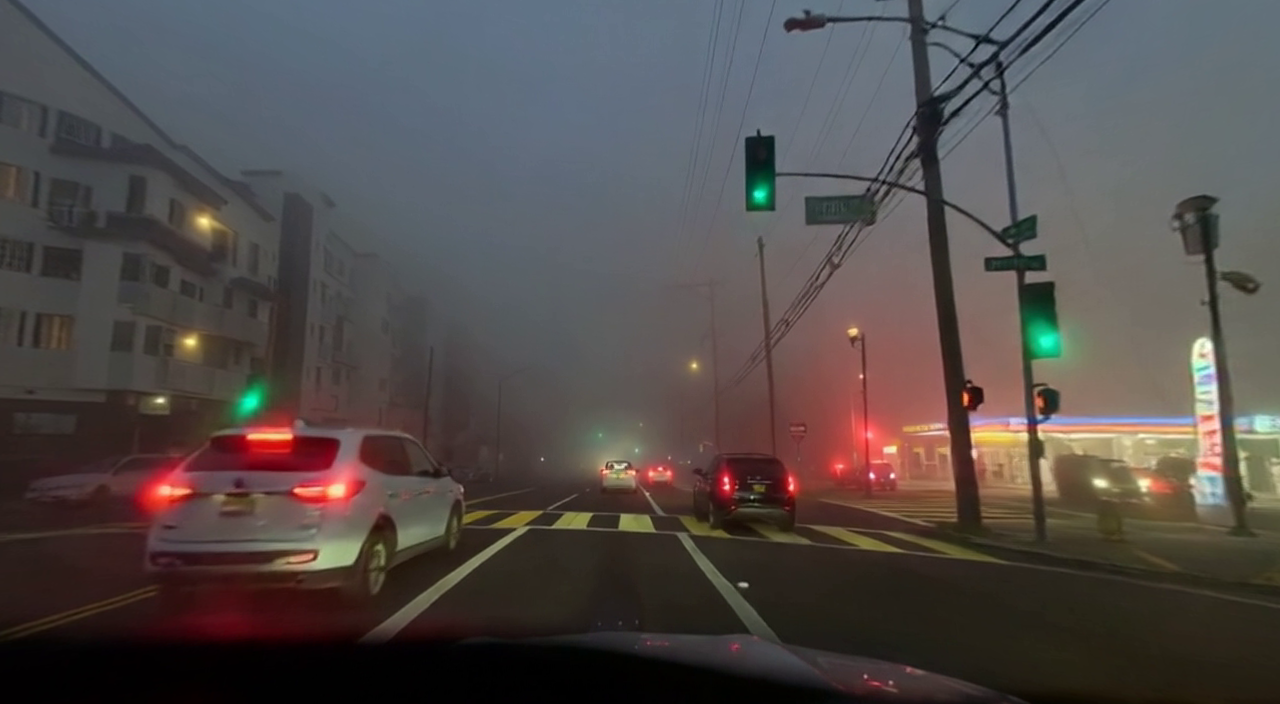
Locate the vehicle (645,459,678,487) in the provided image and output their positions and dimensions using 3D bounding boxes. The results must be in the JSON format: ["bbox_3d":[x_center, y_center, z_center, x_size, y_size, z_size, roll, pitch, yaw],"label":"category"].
[{"bbox_3d":[1.451,8.380,44.028,1.953,1.687,4.094,0,-8,-2],"label":"vehicle"}]

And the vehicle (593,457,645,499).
[{"bbox_3d":[-0.830,5.177,26.338,1.999,1.487,3.939,0,-8,-1],"label":"vehicle"}]

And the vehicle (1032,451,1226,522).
[{"bbox_3d":[12.257,3.297,15.880,4.048,1.539,1.820,3,-9,-19],"label":"vehicle"}]

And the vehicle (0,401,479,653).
[{"bbox_3d":[-3.354,1.511,6.623,2.221,1.706,4.451,0,-8,-1],"label":"vehicle"}]

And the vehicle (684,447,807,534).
[{"bbox_3d":[2.245,3.061,14.656,1.945,1.647,4.160,0,-8,-3],"label":"vehicle"}]

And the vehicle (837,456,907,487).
[{"bbox_3d":[12.883,6.650,35.471,1.846,1.480,4.649,0,-8,-5],"label":"vehicle"}]
